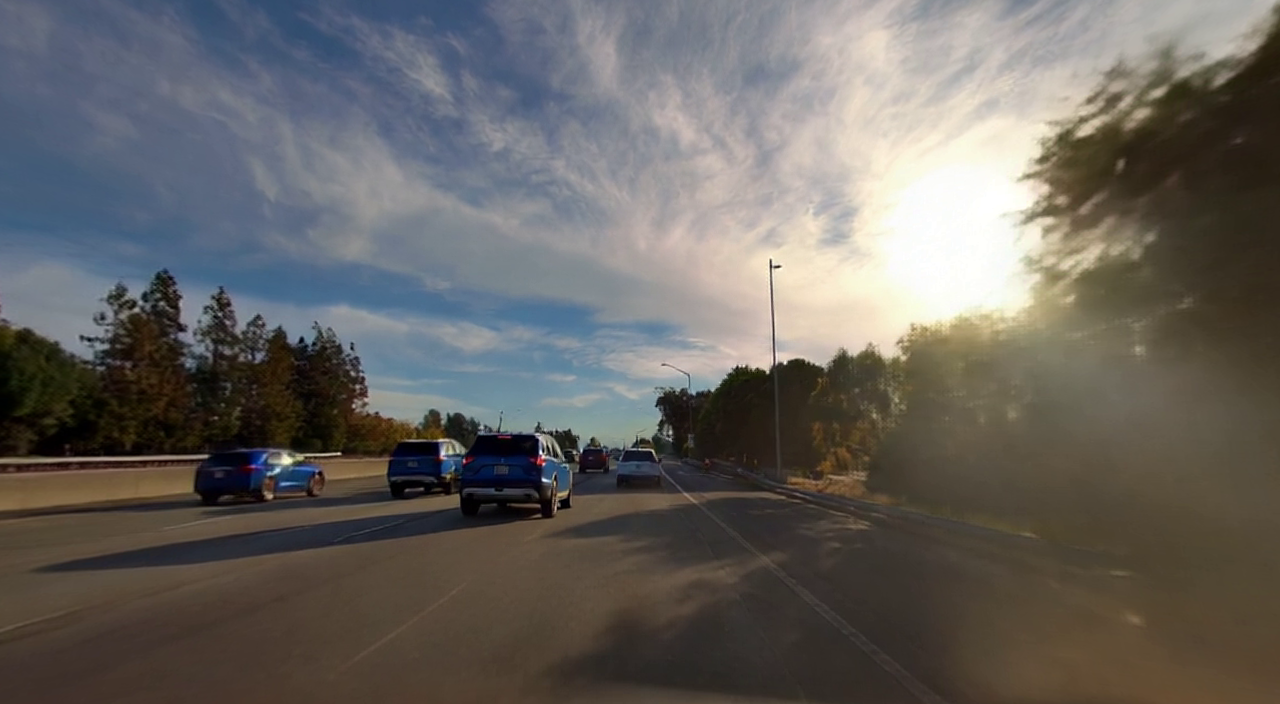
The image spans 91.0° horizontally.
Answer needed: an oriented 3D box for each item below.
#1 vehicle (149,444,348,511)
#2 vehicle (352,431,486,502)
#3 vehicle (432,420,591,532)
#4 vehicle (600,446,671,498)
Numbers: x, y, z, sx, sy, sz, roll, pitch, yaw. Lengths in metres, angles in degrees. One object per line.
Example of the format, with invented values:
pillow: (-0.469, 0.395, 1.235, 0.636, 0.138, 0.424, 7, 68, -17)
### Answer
vehicle: (-9.872, 3.172, 16.457, 2.126, 1.480, 4.589, 0, -9, 2)
vehicle: (-6.350, 3.352, 18.813, 2.162, 1.823, 4.566, 0, -9, 2)
vehicle: (-2.264, 2.347, 12.413, 2.123, 1.798, 4.108, 0, -9, 2)
vehicle: (-0.112, 3.797, 20.370, 2.068, 1.488, 4.045, 0, -9, 1)
